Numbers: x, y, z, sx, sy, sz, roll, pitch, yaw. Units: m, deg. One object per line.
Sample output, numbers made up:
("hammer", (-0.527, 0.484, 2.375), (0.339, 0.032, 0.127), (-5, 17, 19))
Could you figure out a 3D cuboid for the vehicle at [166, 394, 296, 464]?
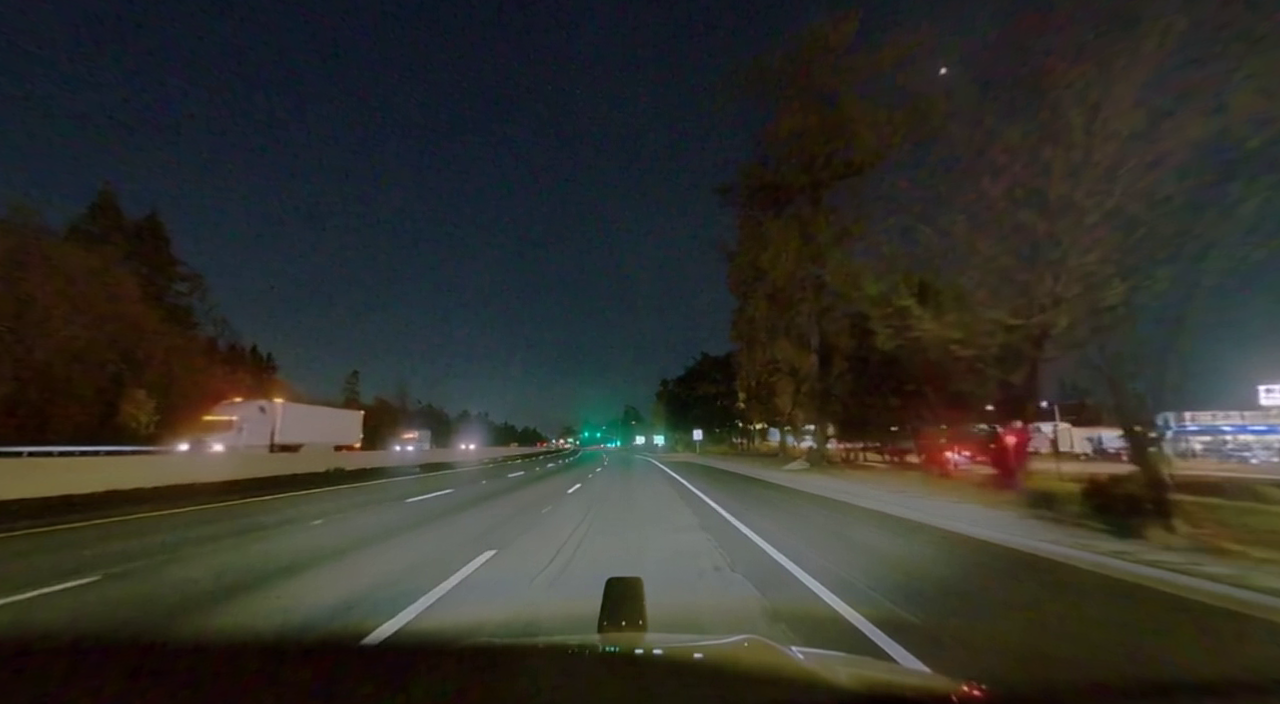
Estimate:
("vehicle", (-25.961, 5.029, 40.723), (3.010, 4.051, 8.115), (0, -8, -2))
